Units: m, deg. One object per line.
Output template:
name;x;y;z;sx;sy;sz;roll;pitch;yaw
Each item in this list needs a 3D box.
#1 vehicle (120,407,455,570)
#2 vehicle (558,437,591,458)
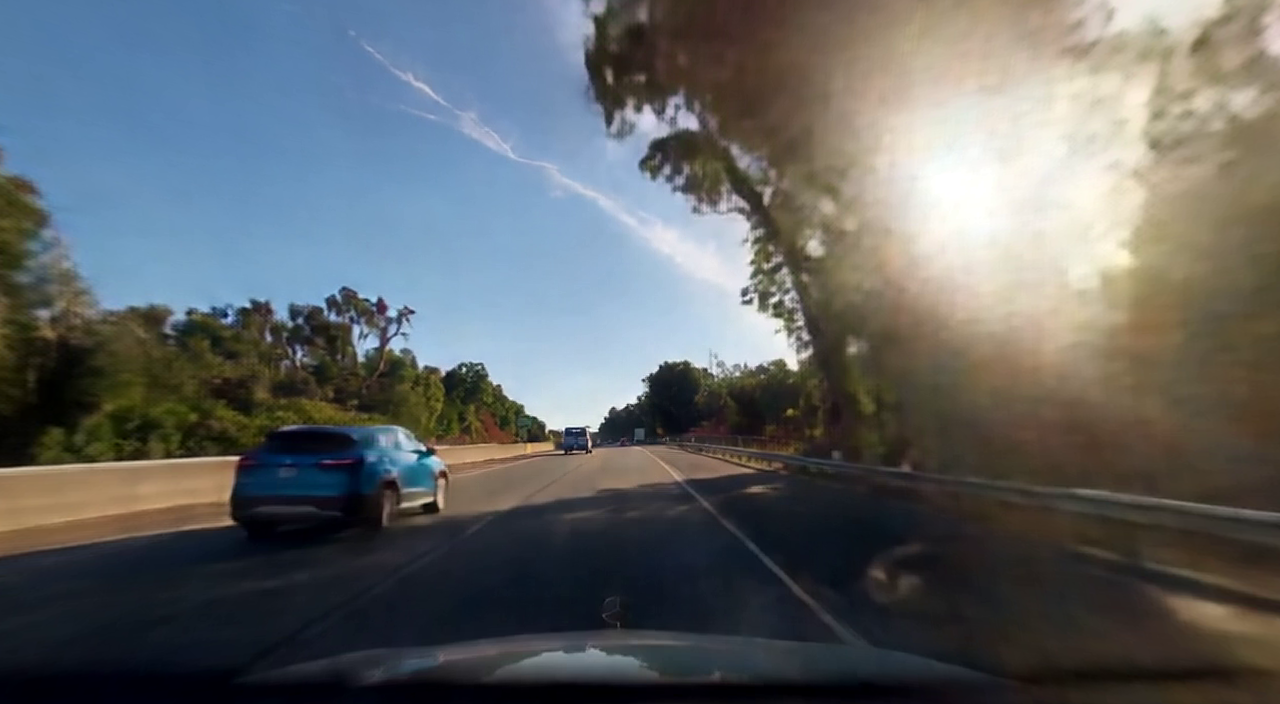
vehicle;-4.263;1.695;8.745;2.070;1.647;4.577;0;-8;-1
vehicle;-4.798;7.080;46.737;2.063;1.496;4.225;0;-8;-1
